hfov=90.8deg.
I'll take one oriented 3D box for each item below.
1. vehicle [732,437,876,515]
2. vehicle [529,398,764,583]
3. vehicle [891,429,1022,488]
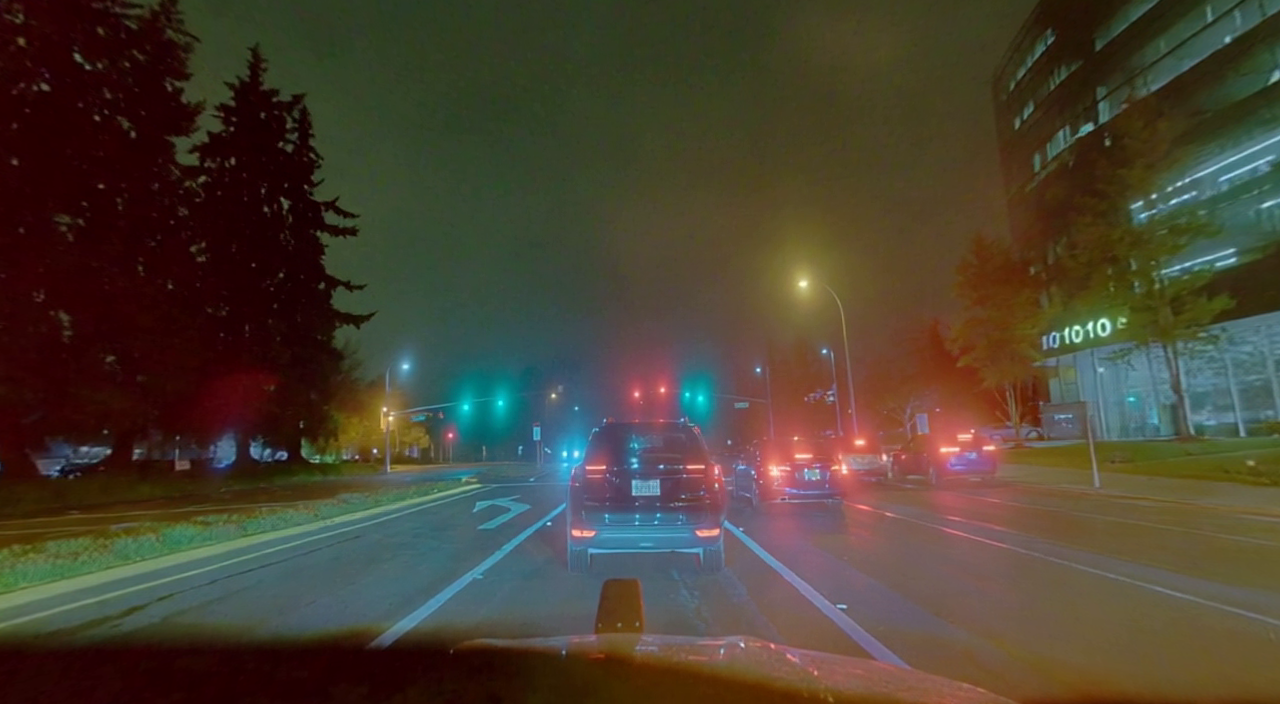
[{"bbox_3d":[3.480,2.715,14.368,1.997,1.471,4.321,0,-9,-2],"label":"vehicle"},{"bbox_3d":[0.053,1.653,8.256,2.266,1.762,4.131,0,-9,0],"label":"vehicle"},{"bbox_3d":[10.852,3.695,22.133,2.123,1.812,4.553,0,-9,-1],"label":"vehicle"}]
